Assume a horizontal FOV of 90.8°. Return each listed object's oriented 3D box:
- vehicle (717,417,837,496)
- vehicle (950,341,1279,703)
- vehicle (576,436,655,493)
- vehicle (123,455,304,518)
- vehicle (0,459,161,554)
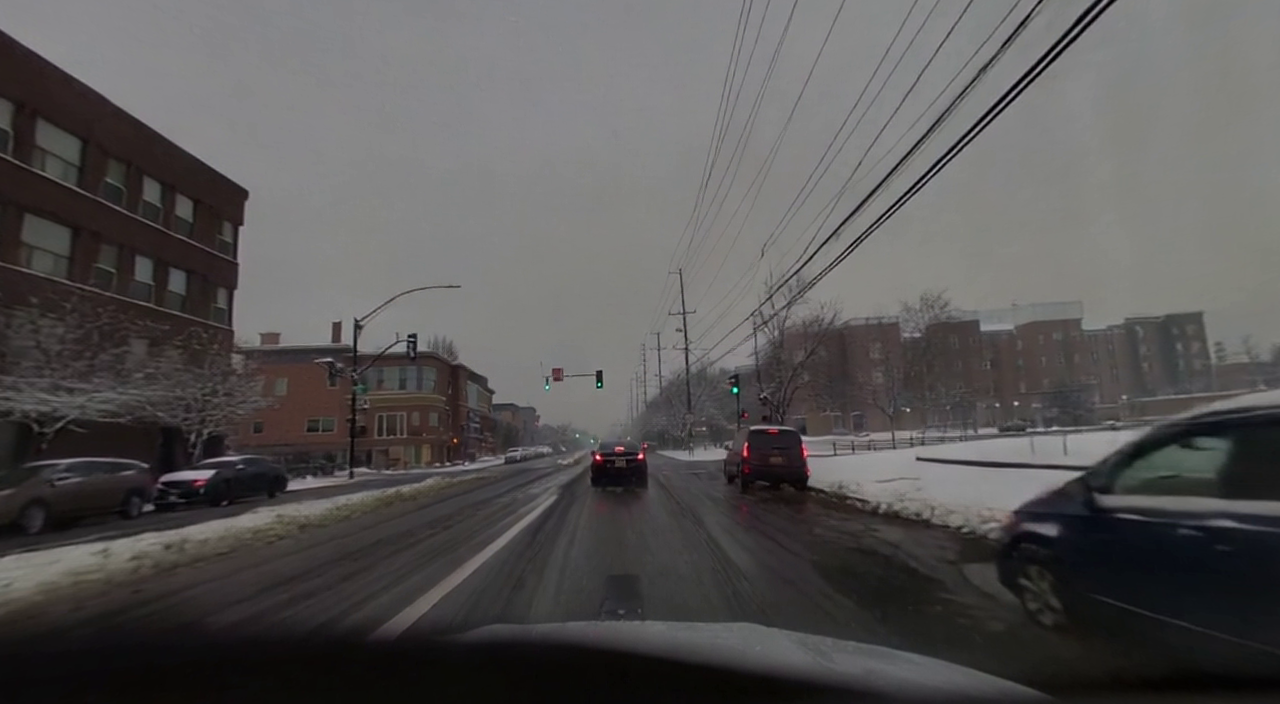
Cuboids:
[{"bbox_3d":[3.704,2.962,18.211,2.248,1.945,5.011,0,-8,-1],"label":"vehicle"},{"bbox_3d":[3.687,0.887,2.868,2.186,1.764,4.470,0,-8,-1],"label":"vehicle"},{"bbox_3d":[-0.649,3.190,18.281,2.019,1.453,4.129,0,-8,0],"label":"vehicle"},{"bbox_3d":[-12.005,3.780,18.292,1.910,1.498,4.662,0,-8,1],"label":"vehicle"},{"bbox_3d":[-12.008,2.950,12.524,2.004,1.526,3.807,0,-8,0],"label":"vehicle"}]
